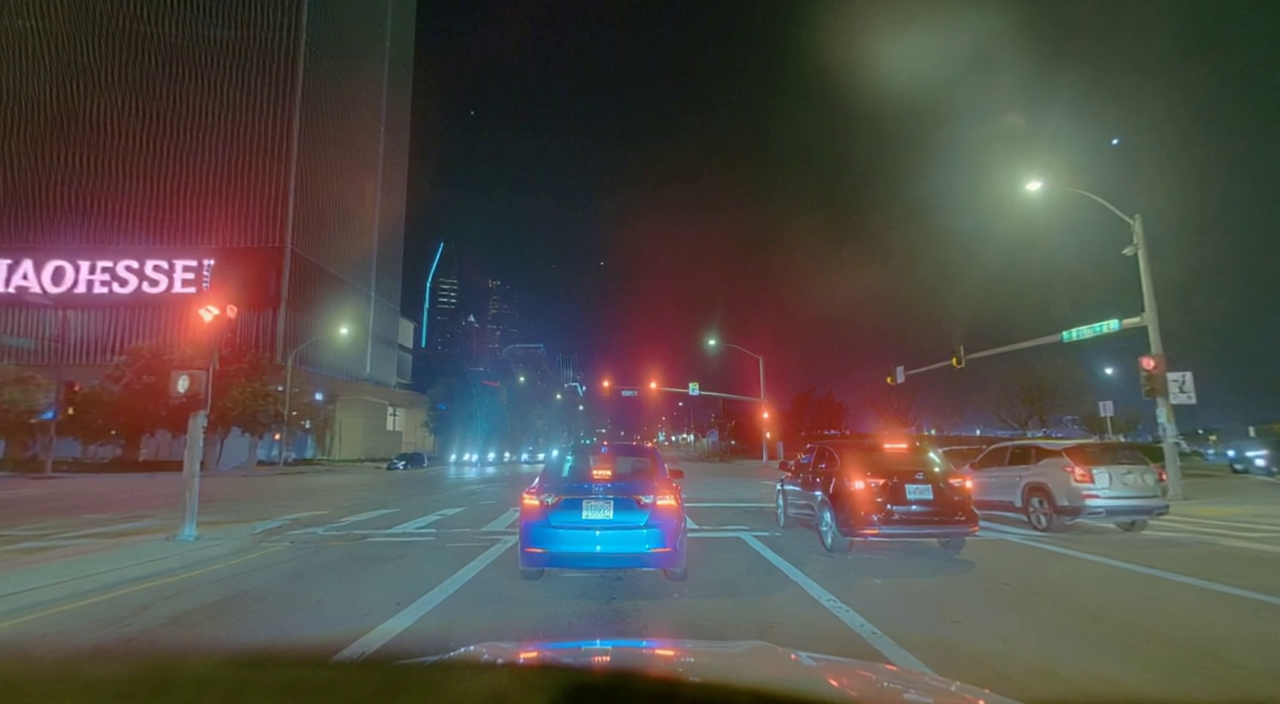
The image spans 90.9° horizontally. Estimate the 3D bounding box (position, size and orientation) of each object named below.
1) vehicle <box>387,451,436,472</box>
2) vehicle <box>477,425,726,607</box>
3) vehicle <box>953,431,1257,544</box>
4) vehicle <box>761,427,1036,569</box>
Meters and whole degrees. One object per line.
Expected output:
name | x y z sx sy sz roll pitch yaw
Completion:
vehicle | -17.098 8.189 47.381 2.048 1.463 4.530 0 -8 -1
vehicle | -0.368 1.655 7.287 2.059 1.477 3.988 0 -8 -1
vehicle | 7.443 2.165 10.785 1.908 1.517 4.182 0 -8 -1
vehicle | 3.215 1.889 8.969 2.042 1.508 4.109 0 -8 -2
